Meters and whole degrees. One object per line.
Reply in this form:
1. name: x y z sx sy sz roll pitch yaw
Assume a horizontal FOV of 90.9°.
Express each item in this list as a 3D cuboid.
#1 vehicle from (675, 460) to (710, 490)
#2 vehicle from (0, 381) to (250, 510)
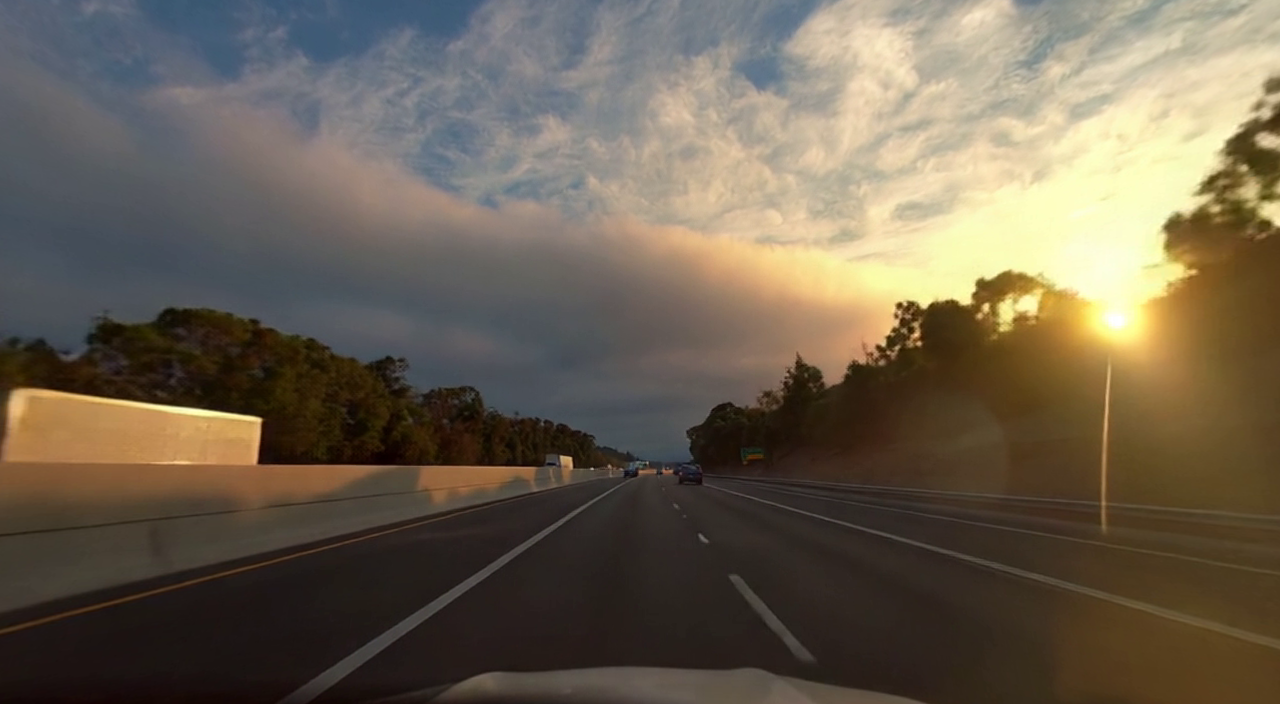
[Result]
1. vehicle: 3.651 8.647 44.526 2.093 1.933 4.623 1 -10 0
2. vehicle: -21.929 3.976 25.607 2.901 4.051 14.203 1 -10 1
